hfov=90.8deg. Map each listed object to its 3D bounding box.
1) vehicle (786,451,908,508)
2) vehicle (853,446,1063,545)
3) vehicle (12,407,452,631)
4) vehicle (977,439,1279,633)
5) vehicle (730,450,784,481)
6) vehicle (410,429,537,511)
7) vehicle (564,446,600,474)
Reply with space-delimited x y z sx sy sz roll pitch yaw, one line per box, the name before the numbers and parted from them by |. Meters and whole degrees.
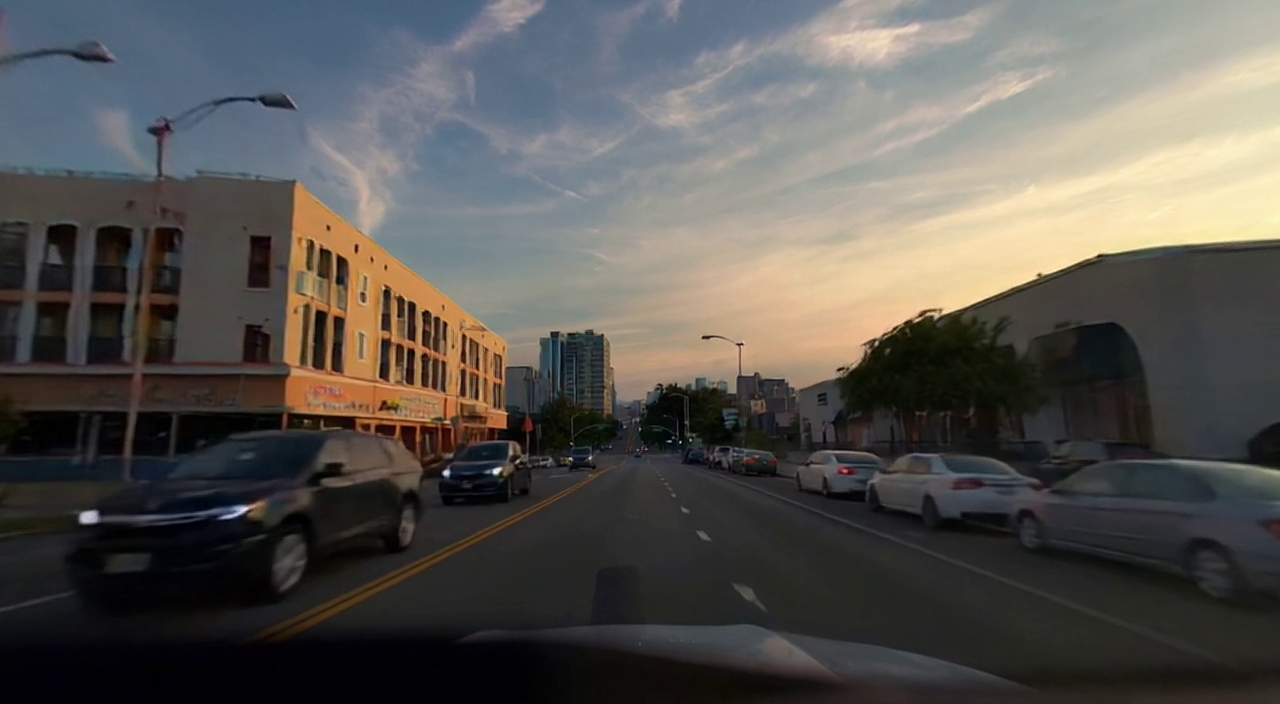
vehicle | 5.953 3.693 18.885 1.976 1.432 4.812 0 -8 -1
vehicle | 5.785 2.602 12.286 1.795 1.524 4.658 -1 -8 2
vehicle | -3.766 1.590 7.018 1.914 1.682 4.263 -1 -8 2
vehicle | 6.001 1.742 6.906 2.054 1.525 4.258 0 -8 -4
vehicle | 6.036 5.892 33.130 1.837 1.482 4.706 0 -8 -1
vehicle | -4.147 3.082 16.617 2.048 1.761 4.517 -2 -10 1
vehicle | -3.841 7.210 42.451 1.980 1.718 4.120 0 -8 0
